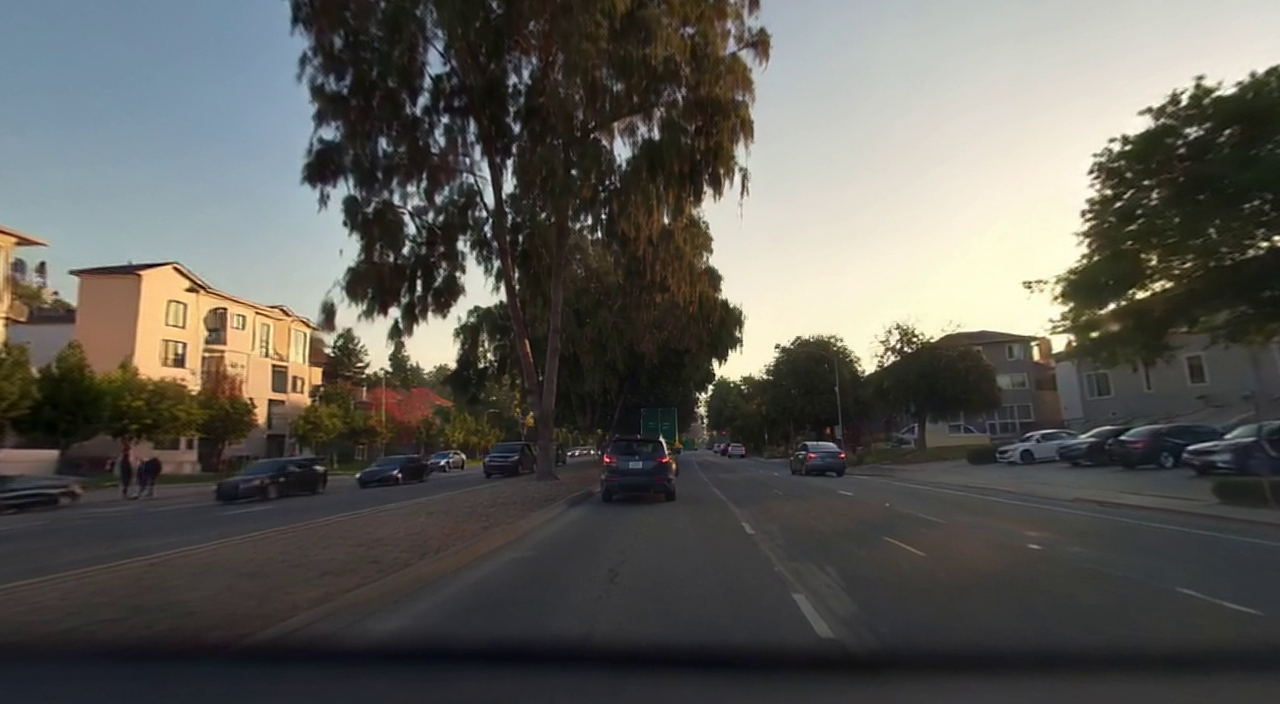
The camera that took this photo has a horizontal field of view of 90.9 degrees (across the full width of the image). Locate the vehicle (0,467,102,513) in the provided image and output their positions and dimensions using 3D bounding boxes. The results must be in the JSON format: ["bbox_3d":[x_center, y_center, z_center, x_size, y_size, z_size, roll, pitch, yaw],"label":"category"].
[{"bbox_3d":[-23.276,5.152,23.702,1.824,1.476,4.499,-1,-9,6],"label":"vehicle"}]

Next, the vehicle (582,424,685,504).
[{"bbox_3d":[0.001,2.913,16.772,2.332,1.798,4.546,-1,-8,4],"label":"vehicle"}]

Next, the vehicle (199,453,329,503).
[{"bbox_3d":[-13.249,4.428,22.569,1.806,1.417,4.405,-4,-9,3],"label":"vehicle"}]

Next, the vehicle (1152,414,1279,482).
[{"bbox_3d":[18.491,2.718,18.477,4.783,1.724,2.297,-4,-9,0],"label":"vehicle"}]

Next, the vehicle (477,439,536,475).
[{"bbox_3d":[-7.196,5.691,34.468,2.119,1.778,4.760,0,-8,1],"label":"vehicle"}]

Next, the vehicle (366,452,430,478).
[{"bbox_3d":[-15.618,7.308,40.960,2.010,1.510,4.532,-1,-8,5],"label":"vehicle"}]

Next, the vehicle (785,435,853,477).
[{"bbox_3d":[7.996,4.669,28.555,1.971,1.722,4.341,0,-8,2],"label":"vehicle"}]
